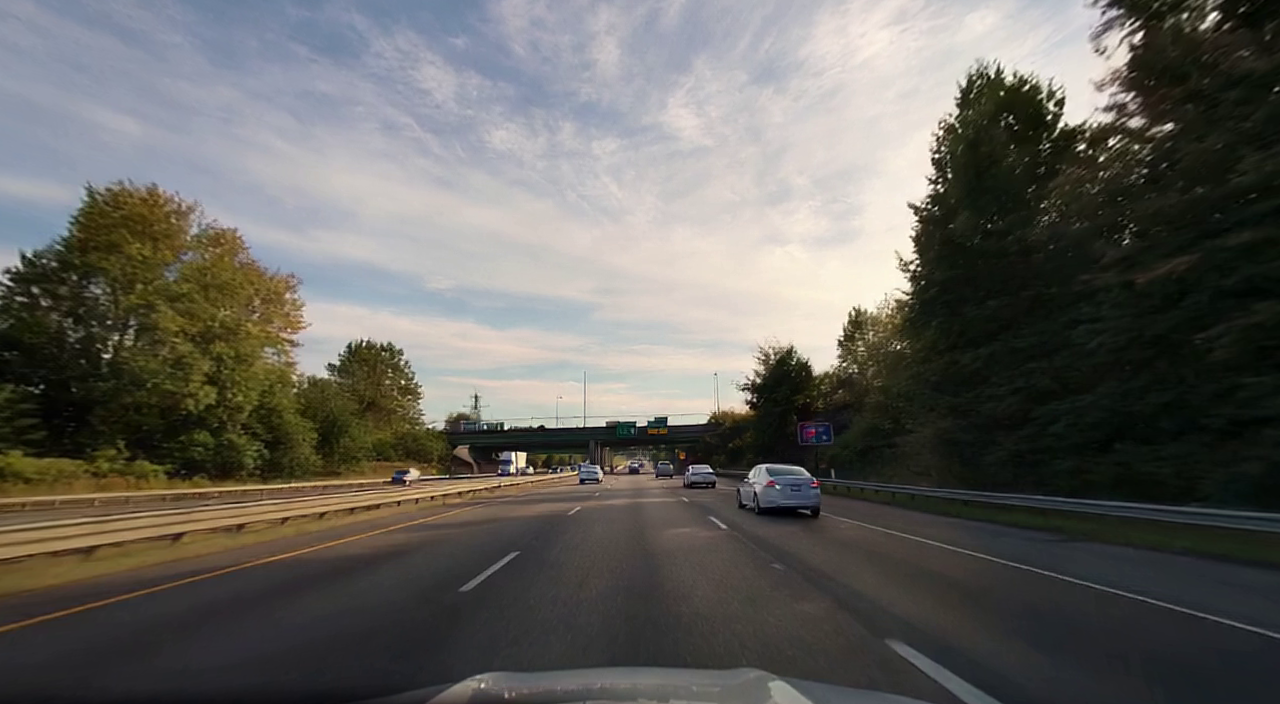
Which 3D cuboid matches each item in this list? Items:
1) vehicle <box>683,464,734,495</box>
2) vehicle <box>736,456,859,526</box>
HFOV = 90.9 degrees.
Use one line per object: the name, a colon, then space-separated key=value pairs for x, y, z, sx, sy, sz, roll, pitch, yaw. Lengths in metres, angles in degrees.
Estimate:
vehicle: x=3.523 y=6.717 z=33.347 sx=2.051 sy=1.472 sz=4.547 roll=1 pitch=-10 yaw=-2
vehicle: x=4.035 y=3.675 z=17.043 sx=2.010 sy=1.579 sz=4.679 roll=1 pitch=-10 yaw=-2
